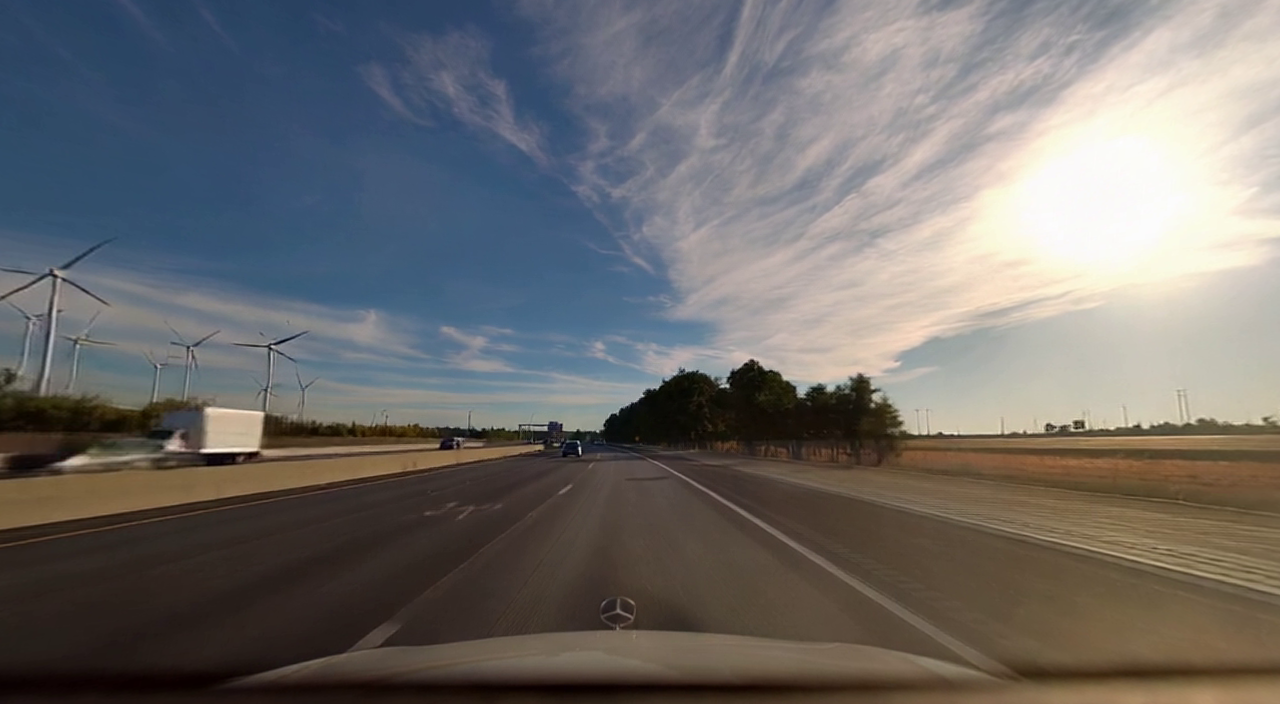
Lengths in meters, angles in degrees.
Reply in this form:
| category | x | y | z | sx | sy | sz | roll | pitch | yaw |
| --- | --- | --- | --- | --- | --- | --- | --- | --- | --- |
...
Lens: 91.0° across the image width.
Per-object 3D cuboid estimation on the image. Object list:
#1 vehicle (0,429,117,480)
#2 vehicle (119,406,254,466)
| category | x | y | z | sx | sy | sz | roll | pitch | yaw |
| --- | --- | --- | --- | --- | --- | --- | --- | --- | --- |
| vehicle | -19.636 | 3.250 | 20.173 | 1.841 | 1.471 | 4.661 | 0 | -8 | -2 |
| vehicle | -24.338 | 4.601 | 34.286 | 2.540 | 2.900 | 6.641 | 0 | -8 | -2 |
